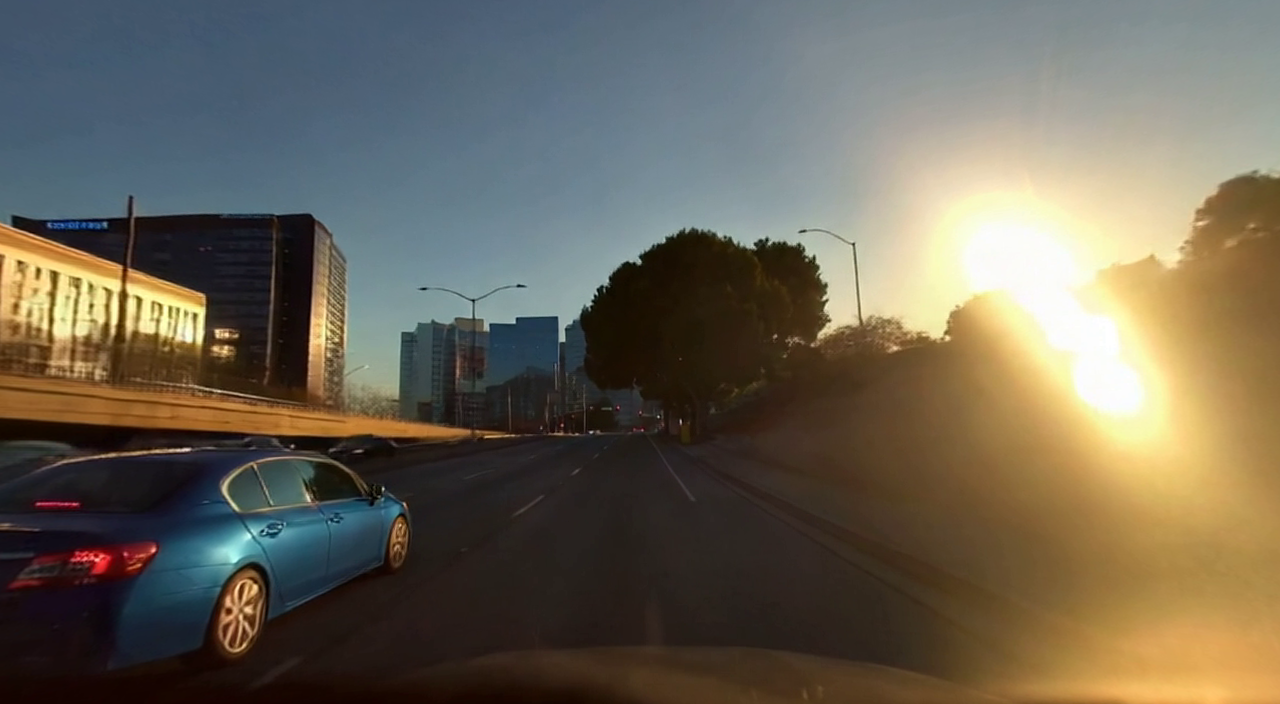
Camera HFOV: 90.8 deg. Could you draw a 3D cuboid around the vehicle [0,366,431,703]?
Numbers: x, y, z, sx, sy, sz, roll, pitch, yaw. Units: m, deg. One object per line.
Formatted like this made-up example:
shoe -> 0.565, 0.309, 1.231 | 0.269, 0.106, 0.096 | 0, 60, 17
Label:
vehicle -> -3.088, 1.075, 3.955 | 2.041, 1.470, 4.290 | 0, -9, 1
